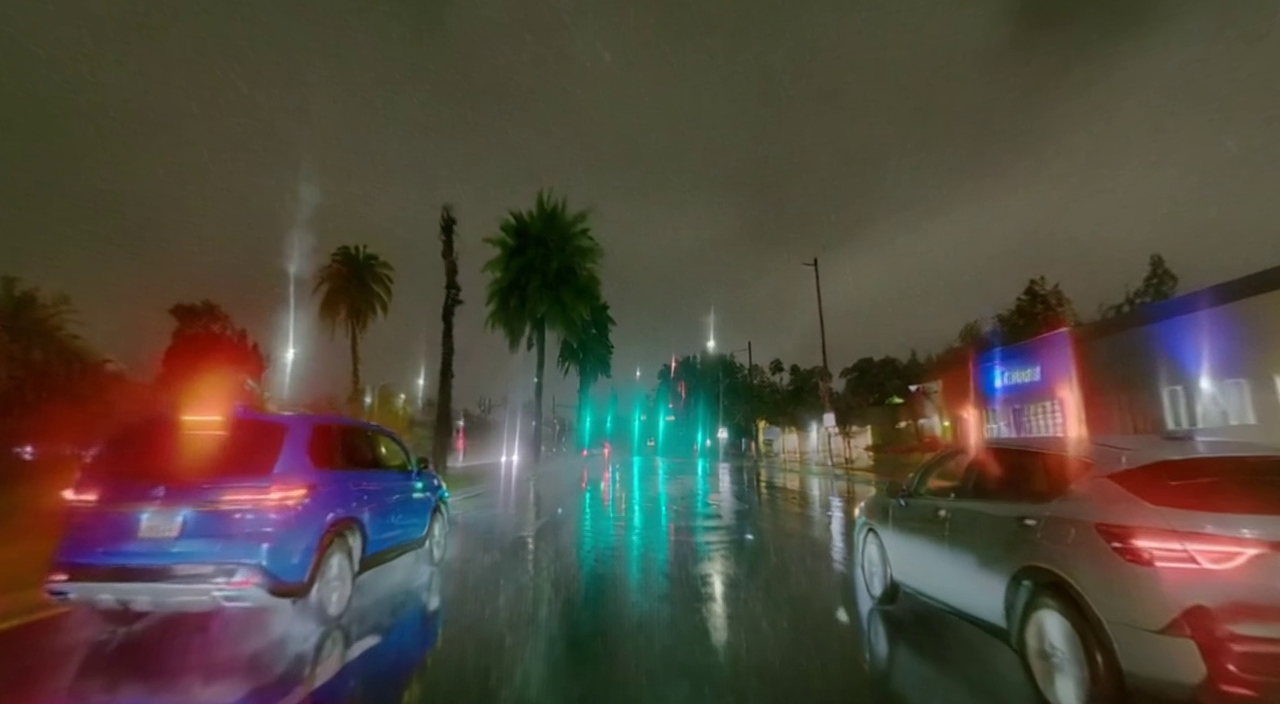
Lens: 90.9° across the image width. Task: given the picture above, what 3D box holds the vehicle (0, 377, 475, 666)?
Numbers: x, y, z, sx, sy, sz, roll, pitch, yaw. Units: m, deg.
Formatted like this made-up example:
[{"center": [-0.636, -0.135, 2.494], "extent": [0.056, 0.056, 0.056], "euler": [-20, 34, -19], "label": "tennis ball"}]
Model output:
[{"center": [-3.266, 1.380, 6.226], "extent": [2.058, 1.804, 4.391], "euler": [0, -8, 0], "label": "vehicle"}]

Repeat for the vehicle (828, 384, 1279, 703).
[{"center": [2.905, 1.166, 4.293], "extent": [1.946, 1.513, 4.133], "euler": [0, -8, 0], "label": "vehicle"}]

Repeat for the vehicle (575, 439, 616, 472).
[{"center": [-2.490, 5.938, 36.293], "extent": [1.998, 1.743, 4.402], "euler": [0, -8, 1], "label": "vehicle"}]
